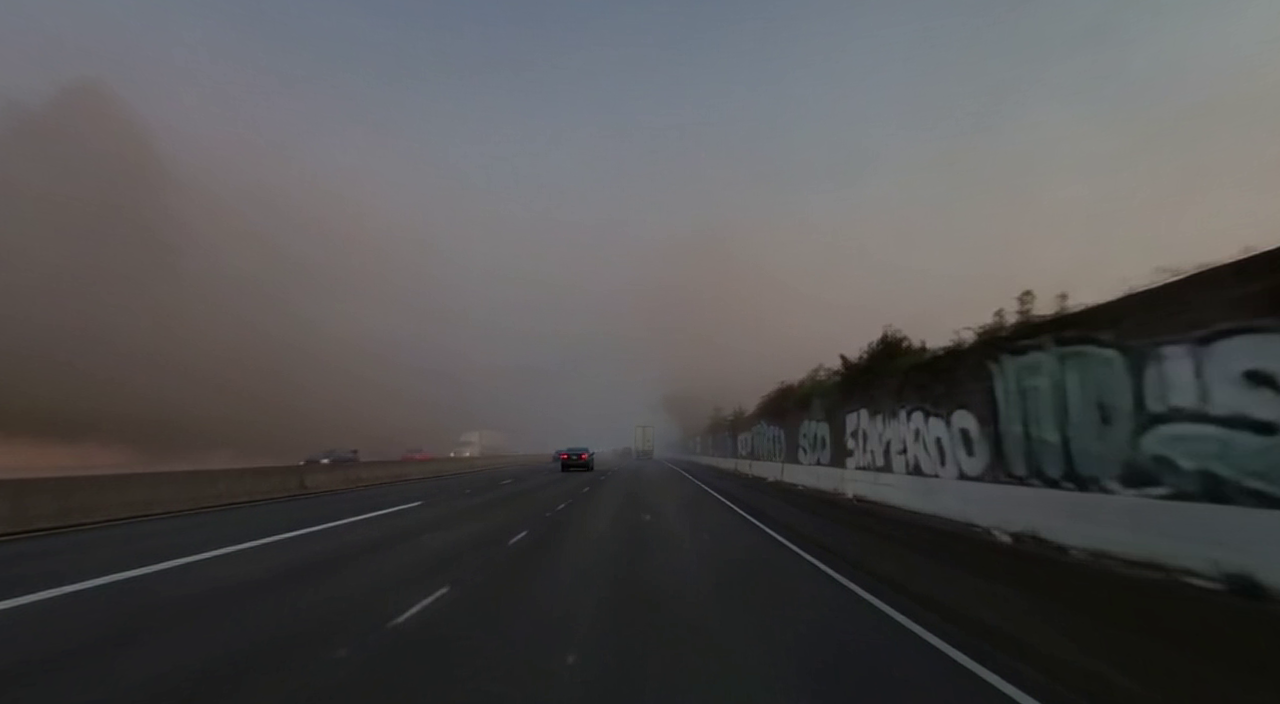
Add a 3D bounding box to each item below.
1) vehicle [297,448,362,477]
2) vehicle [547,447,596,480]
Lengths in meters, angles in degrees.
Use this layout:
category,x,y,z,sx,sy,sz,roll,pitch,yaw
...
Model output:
category,x,y,z,sx,sy,sz,roll,pitch,yaw
vehicle,-21.869,7.757,44.617,2.061,1.935,4.754,0,-9,1
vehicle,-3.216,5.340,30.497,1.803,1.466,4.509,0,-9,1
